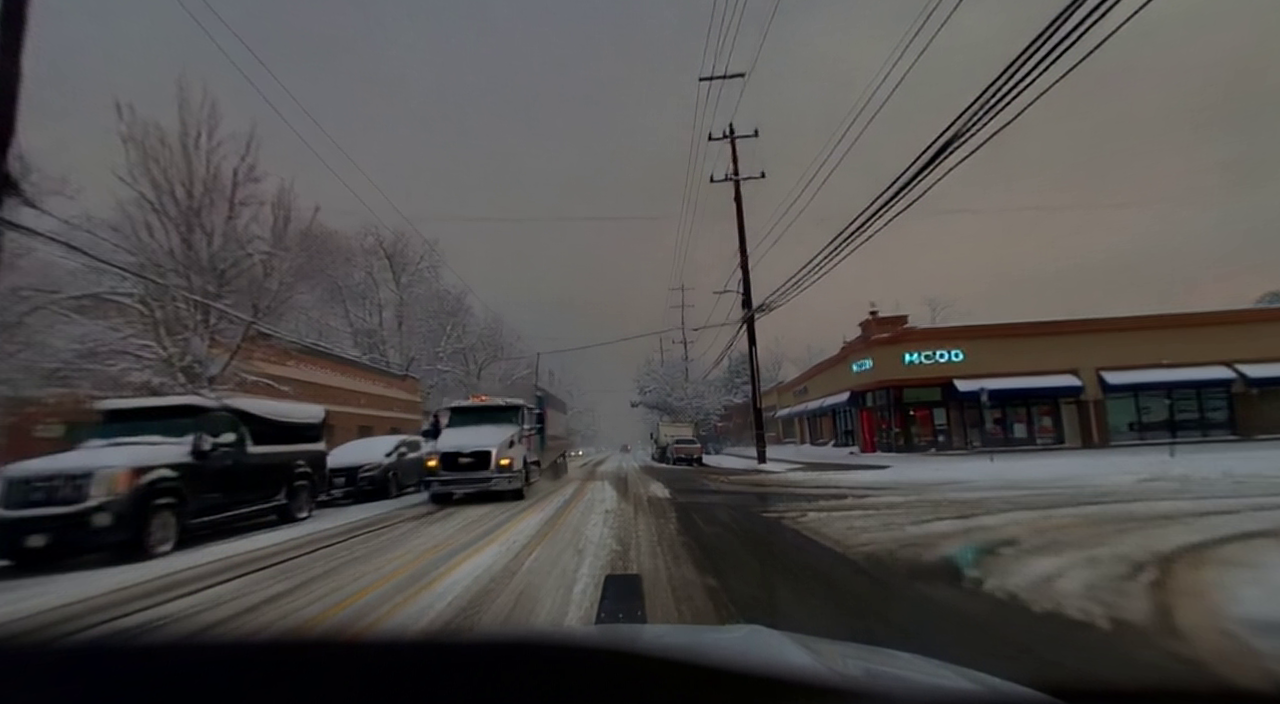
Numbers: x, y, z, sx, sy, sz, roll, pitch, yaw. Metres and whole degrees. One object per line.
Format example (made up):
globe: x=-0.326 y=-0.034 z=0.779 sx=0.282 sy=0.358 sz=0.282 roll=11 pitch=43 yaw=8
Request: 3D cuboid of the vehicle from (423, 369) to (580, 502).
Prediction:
vehicle: x=-4.042 y=2.934 z=21.982 sx=2.994 sy=3.308 sz=12.131 roll=0 pitch=-8 yaw=-1

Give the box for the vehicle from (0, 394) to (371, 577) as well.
vehicle: x=-8.091 y=2.240 z=11.866 sx=2.737 sy=2.345 sz=7.210 roll=0 pitch=-8 yaw=1

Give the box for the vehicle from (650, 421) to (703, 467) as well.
vehicle: x=2.682 y=7.075 z=49.518 sx=3.011 sy=3.127 sz=8.608 roll=-3 pitch=-6 yaw=-4

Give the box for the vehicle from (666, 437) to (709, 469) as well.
vehicle: x=2.836 y=6.172 z=38.813 sx=2.097 sy=1.784 sz=4.915 roll=0 pitch=-8 yaw=-2
